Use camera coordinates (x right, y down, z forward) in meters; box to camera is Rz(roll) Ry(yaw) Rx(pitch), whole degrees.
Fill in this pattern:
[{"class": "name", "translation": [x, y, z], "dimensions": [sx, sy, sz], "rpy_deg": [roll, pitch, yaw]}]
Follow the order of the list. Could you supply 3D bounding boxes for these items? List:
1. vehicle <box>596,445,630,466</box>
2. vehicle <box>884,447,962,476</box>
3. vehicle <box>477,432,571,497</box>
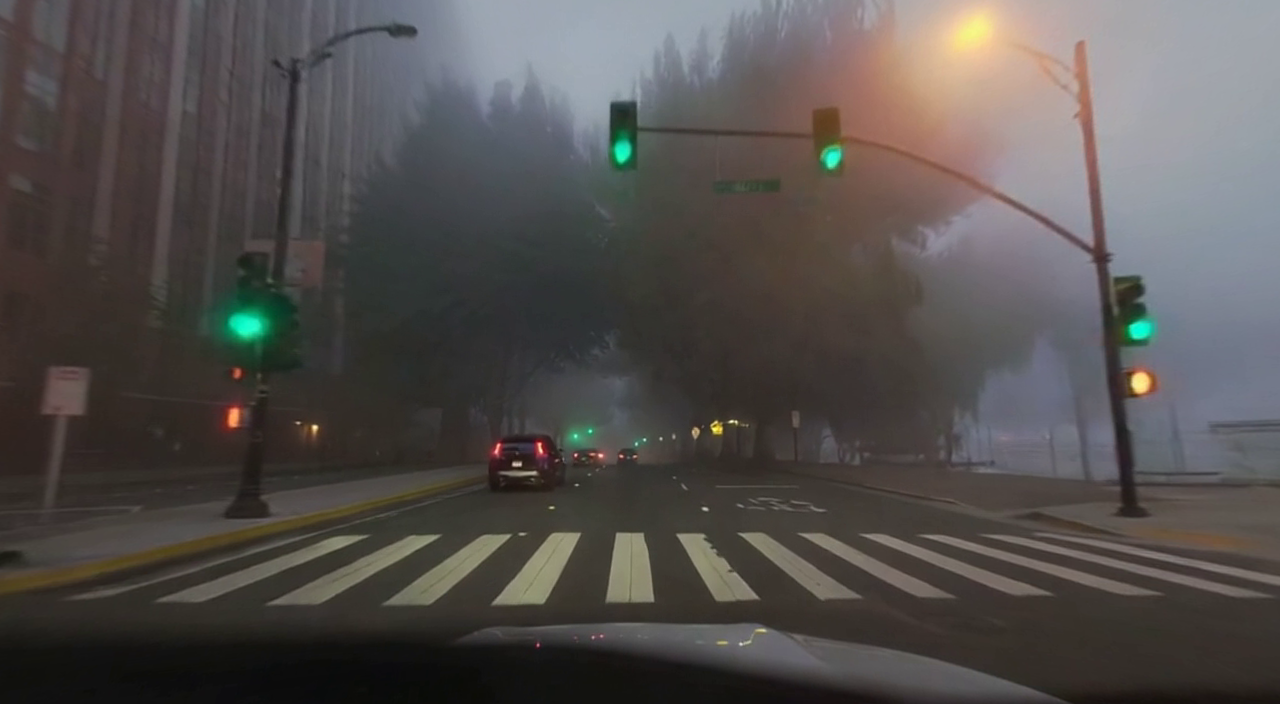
[{"class": "vehicle", "translation": [-2.027, 7.480, 45.755], "dimensions": [2.095, 1.438, 3.843], "rpy_deg": [1, -8, -8]}, {"class": "vehicle", "translation": [16.840, 6.540, 37.718], "dimensions": [3.757, 1.383, 1.817], "rpy_deg": [-2, -5, -3]}, {"class": "vehicle", "translation": [-3.402, 3.401, 19.499], "dimensions": [2.116, 1.725, 4.315], "rpy_deg": [0, -8, 0]}]
